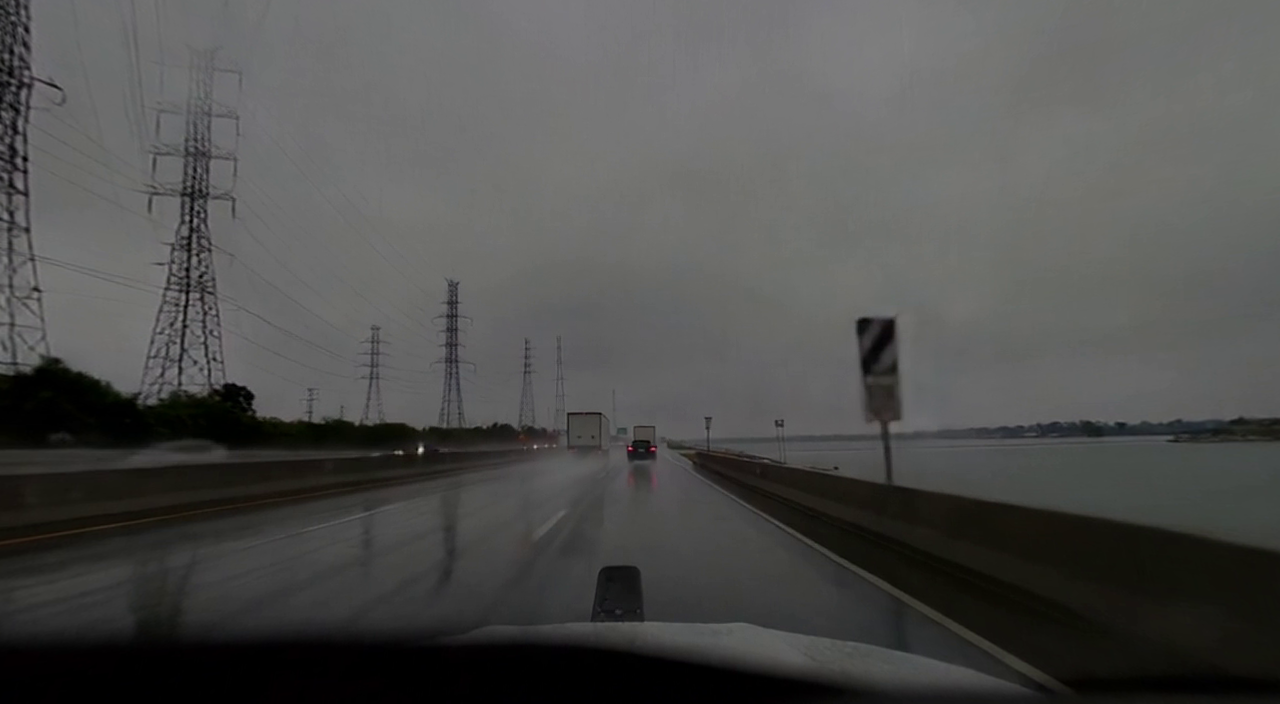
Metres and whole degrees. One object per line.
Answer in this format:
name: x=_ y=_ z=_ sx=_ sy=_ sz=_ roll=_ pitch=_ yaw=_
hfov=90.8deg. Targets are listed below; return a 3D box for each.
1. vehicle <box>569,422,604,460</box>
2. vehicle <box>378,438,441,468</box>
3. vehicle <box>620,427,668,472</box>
vehicle: x=-3.640 y=6.139 z=43.442 sx=2.178 sy=2.522 sz=2.054 roll=0 pitch=-8 yaw=1
vehicle: x=-14.005 y=6.166 z=38.683 sx=2.074 sy=1.658 sz=4.900 roll=0 pitch=-8 yaw=-1
vehicle: x=0.214 y=5.150 z=33.486 sx=2.358 sy=2.144 sz=4.713 roll=0 pitch=-8 yaw=0
